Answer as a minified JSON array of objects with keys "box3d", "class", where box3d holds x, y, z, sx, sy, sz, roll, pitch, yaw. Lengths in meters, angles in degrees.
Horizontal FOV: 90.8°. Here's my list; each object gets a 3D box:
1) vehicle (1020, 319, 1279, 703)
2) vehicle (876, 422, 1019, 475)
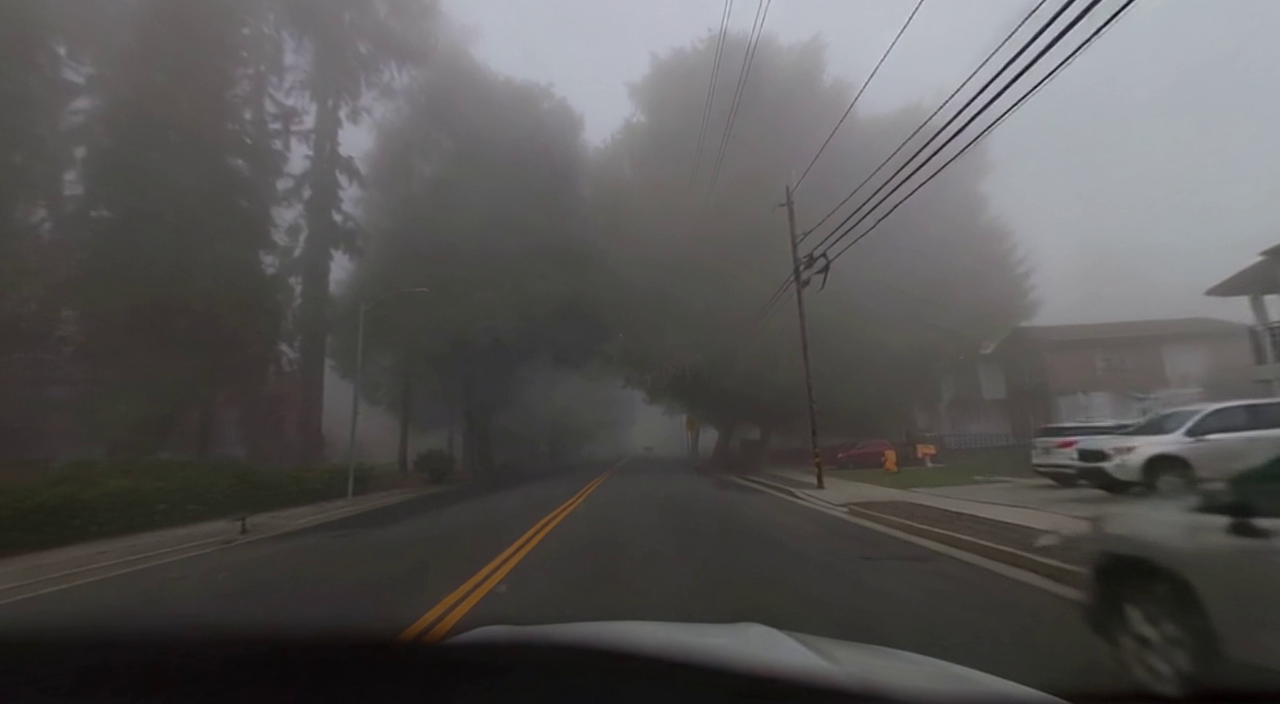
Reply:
[{"box3d":[3.469,0.753,1.950,1.949,1.807,4.224,3,-8,-1],"class":"vehicle"},{"box3d":[10.578,3.330,21.940,3.933,1.645,1.832,-1,-8,-2],"class":"vehicle"}]
